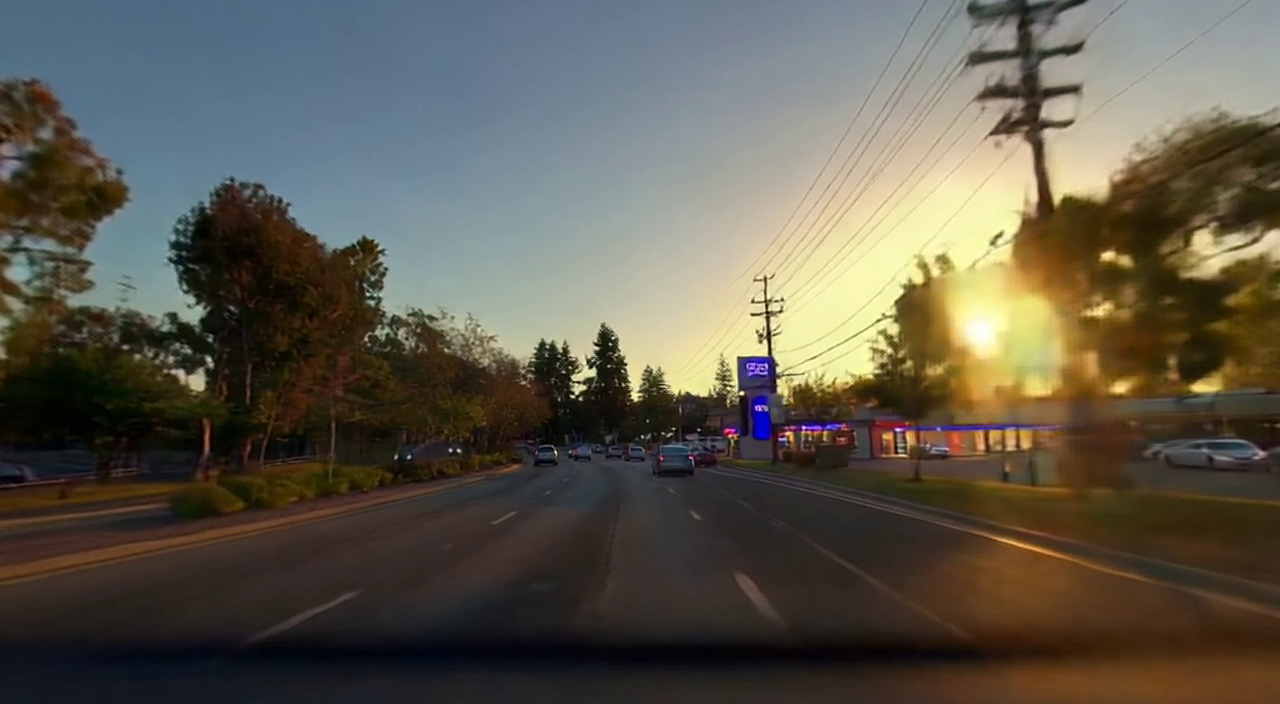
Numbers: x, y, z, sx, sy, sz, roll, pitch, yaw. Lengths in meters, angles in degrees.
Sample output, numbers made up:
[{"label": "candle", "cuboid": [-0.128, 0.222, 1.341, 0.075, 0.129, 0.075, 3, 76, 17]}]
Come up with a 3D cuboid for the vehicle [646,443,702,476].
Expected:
[{"label": "vehicle", "cuboid": [1.511, 5.103, 30.204, 2.130, 1.476, 4.453, 1, -9, -4]}]

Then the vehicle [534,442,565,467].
[{"label": "vehicle", "cuboid": [-6.877, 7.830, 48.313, 2.195, 1.752, 4.515, 1, -9, -6]}]

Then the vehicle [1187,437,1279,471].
[{"label": "vehicle", "cuboid": [32.503, 5.434, 33.615, 4.430, 1.617, 2.092, -4, -10, 11]}]
